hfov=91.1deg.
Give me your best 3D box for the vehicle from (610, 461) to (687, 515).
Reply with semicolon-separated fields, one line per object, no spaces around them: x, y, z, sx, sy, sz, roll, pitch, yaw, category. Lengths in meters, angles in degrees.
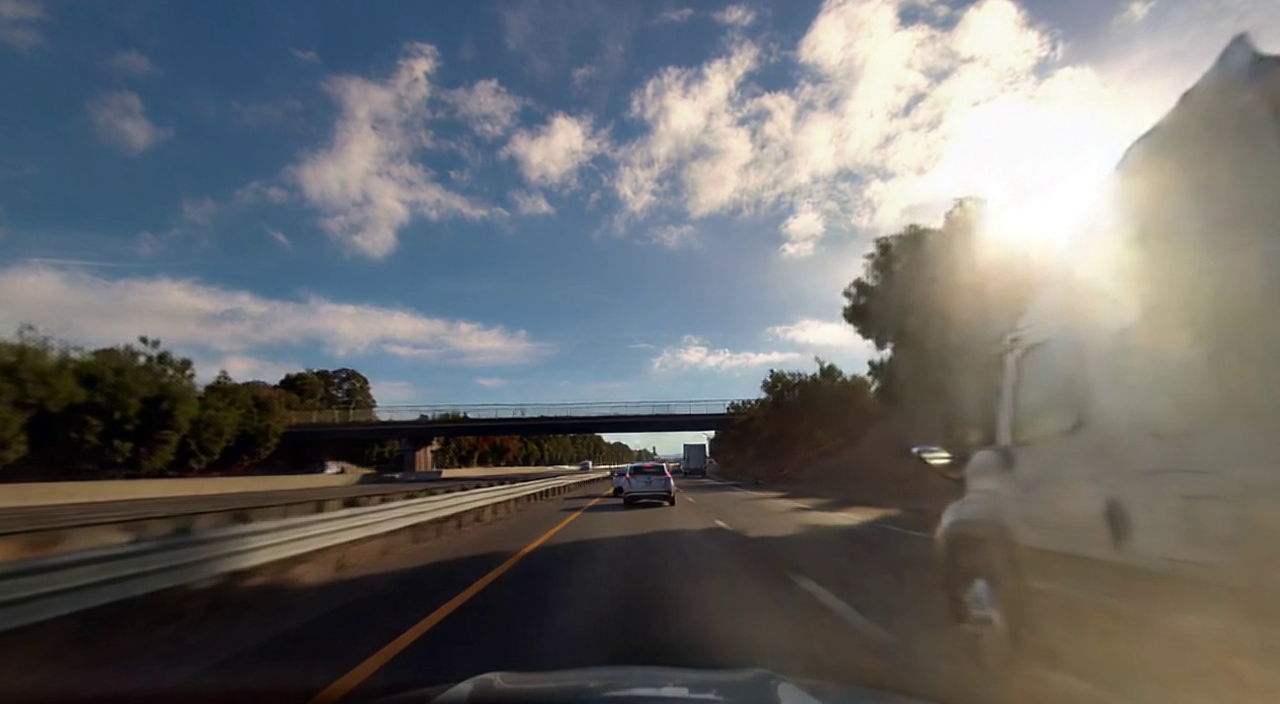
0.243;4.152;19.421;2.156;1.444;3.762;1;-10;0;vehicle
